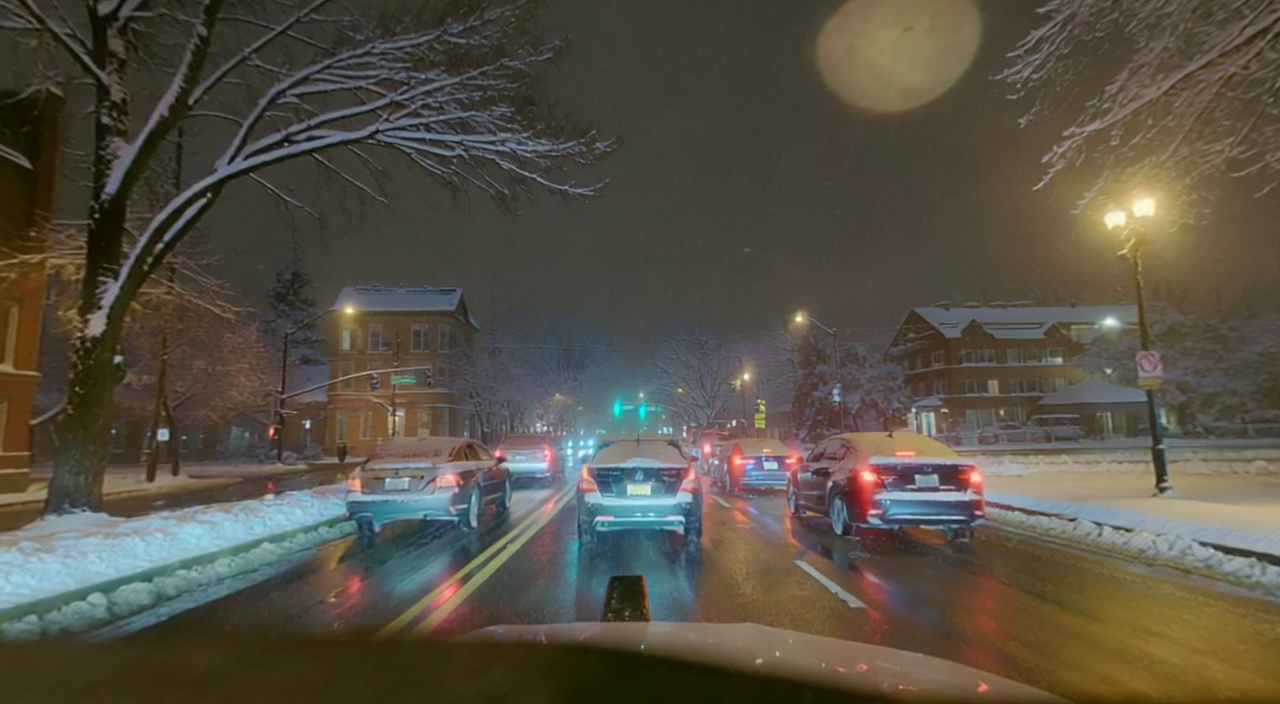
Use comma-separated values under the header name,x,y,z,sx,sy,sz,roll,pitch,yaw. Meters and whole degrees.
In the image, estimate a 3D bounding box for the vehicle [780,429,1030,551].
name,x,y,z,sx,sy,sz,roll,pitch,yaw
vehicle,3.786,2.037,10.069,1.990,1.486,4.431,0,-8,-1

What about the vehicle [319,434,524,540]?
name,x,y,z,sx,sy,sz,roll,pitch,yaw
vehicle,-3.441,2.194,10.920,2.002,1.465,4.098,0,-8,1

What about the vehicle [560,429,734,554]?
name,x,y,z,sx,sy,sz,roll,pitch,yaw
vehicle,0.049,1.985,9.674,2.101,1.480,3.929,0,-8,-1

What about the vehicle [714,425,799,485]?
name,x,y,z,sx,sy,sz,roll,pitch,yaw
vehicle,4.179,3.830,23.637,2.142,1.957,5.443,0,-8,0
